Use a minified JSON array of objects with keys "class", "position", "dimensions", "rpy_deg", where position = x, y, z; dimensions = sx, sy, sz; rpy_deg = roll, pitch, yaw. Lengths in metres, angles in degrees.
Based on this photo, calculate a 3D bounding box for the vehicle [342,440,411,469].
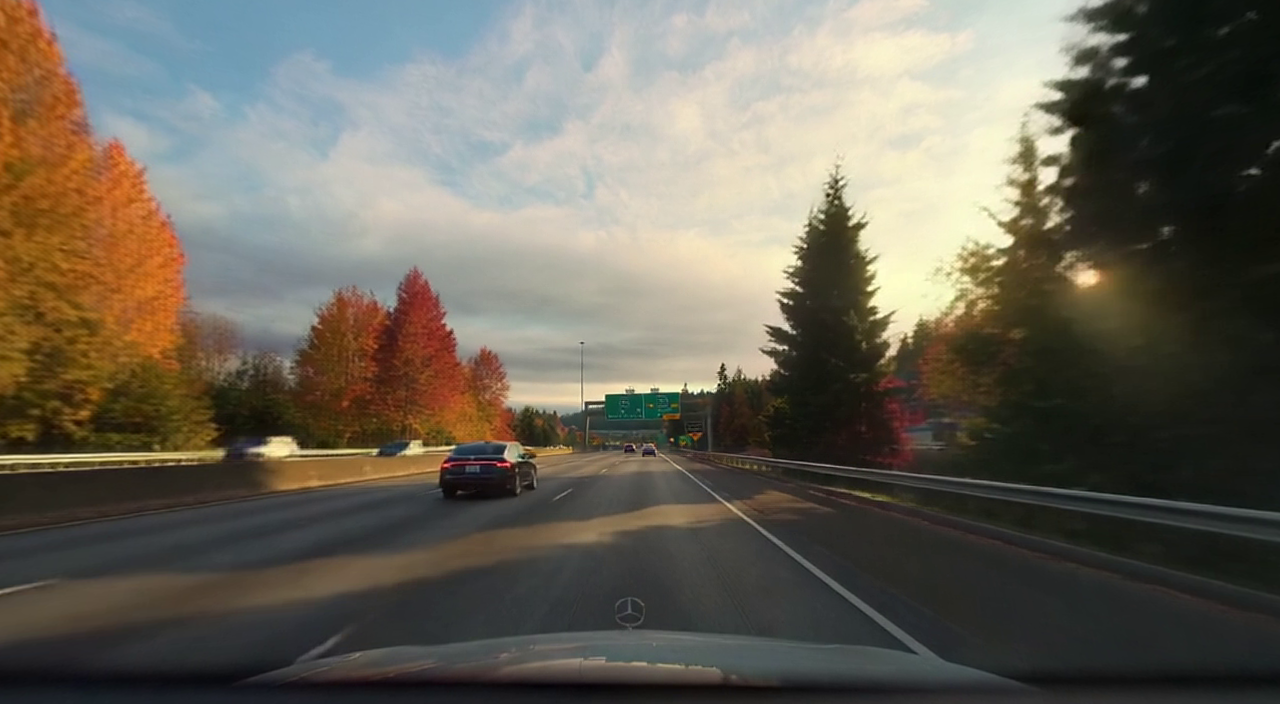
[{"class":"vehicle","position":[-15.503,6.049,37.322],"dimensions":[1.976,1.592,4.573],"rpy_deg":[0,-8,2]}]

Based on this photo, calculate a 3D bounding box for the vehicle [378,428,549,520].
[{"class":"vehicle","position":[-3.423,2.468,13.379],"dimensions":[2.061,1.572,4.814],"rpy_deg":[0,-8,3]}]

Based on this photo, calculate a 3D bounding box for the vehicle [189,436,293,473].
[{"class":"vehicle","position":[-19.798,5.077,31.526],"dimensions":[2.081,1.688,4.717],"rpy_deg":[0,-8,0]}]
